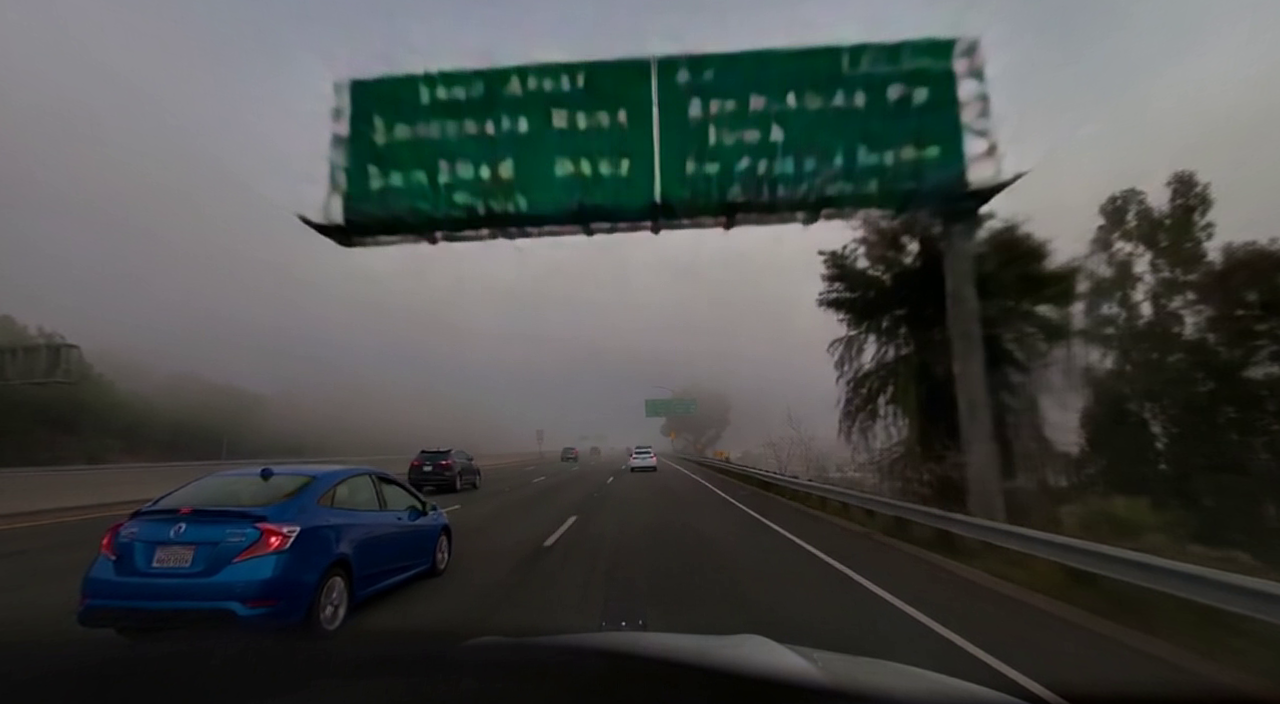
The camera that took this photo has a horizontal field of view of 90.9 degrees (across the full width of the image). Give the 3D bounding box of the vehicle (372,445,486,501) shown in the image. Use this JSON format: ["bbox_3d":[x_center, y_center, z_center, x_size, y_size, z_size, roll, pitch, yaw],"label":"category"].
[{"bbox_3d":[-6.463,3.718,19.905,2.075,1.528,4.327,0,-8,0],"label":"vehicle"}]

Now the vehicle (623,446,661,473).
[{"bbox_3d":[0.073,6.044,35.730,2.051,1.443,3.770,0,-8,-1],"label":"vehicle"}]
